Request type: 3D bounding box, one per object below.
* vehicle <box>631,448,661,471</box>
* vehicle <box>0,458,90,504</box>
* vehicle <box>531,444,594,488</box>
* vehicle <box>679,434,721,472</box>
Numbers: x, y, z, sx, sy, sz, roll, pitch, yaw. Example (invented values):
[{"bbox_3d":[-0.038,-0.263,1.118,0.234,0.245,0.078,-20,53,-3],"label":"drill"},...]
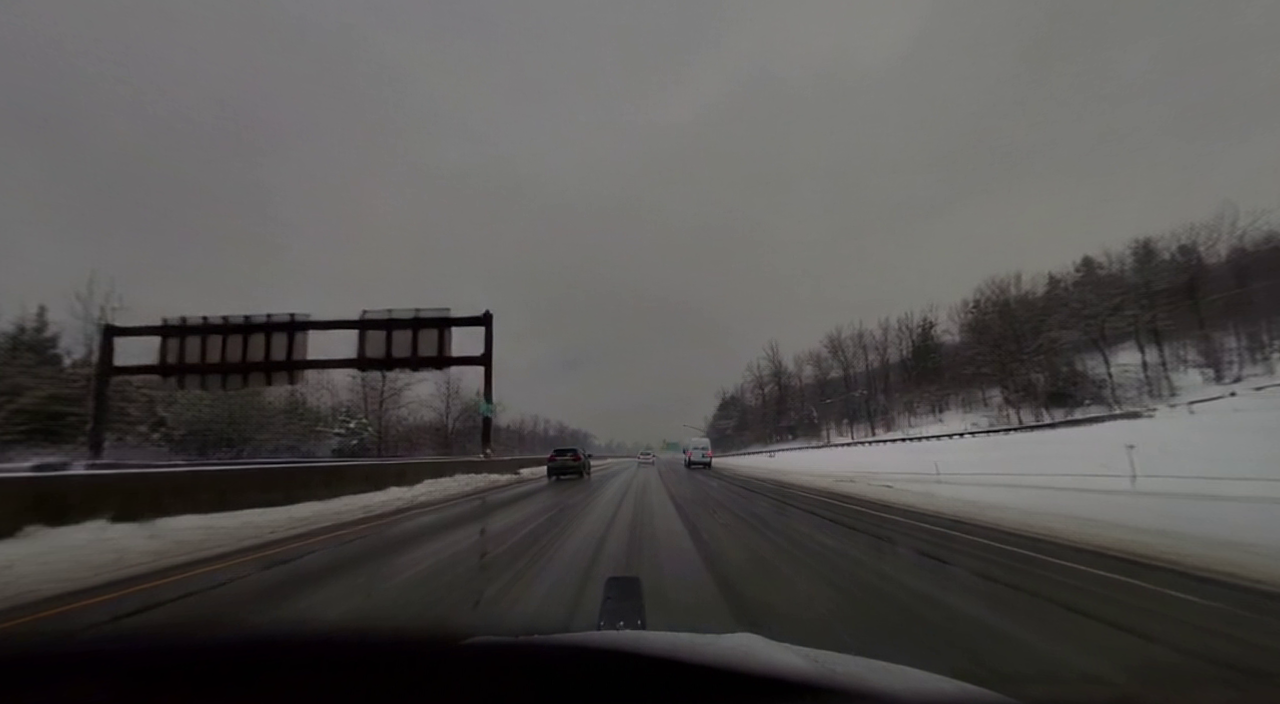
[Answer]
[{"bbox_3d":[0.455,8.045,47.276,2.108,1.663,3.159,0,-9,1],"label":"vehicle"},{"bbox_3d":[-22.041,4.475,22.027,1.778,1.457,4.096,0,-9,2],"label":"vehicle"},{"bbox_3d":[-3.064,4.628,25.867,1.964,1.618,4.489,0,-9,1],"label":"vehicle"},{"bbox_3d":[4.334,7.454,46.524,2.469,2.591,5.653,0,-9,0],"label":"vehicle"}]
